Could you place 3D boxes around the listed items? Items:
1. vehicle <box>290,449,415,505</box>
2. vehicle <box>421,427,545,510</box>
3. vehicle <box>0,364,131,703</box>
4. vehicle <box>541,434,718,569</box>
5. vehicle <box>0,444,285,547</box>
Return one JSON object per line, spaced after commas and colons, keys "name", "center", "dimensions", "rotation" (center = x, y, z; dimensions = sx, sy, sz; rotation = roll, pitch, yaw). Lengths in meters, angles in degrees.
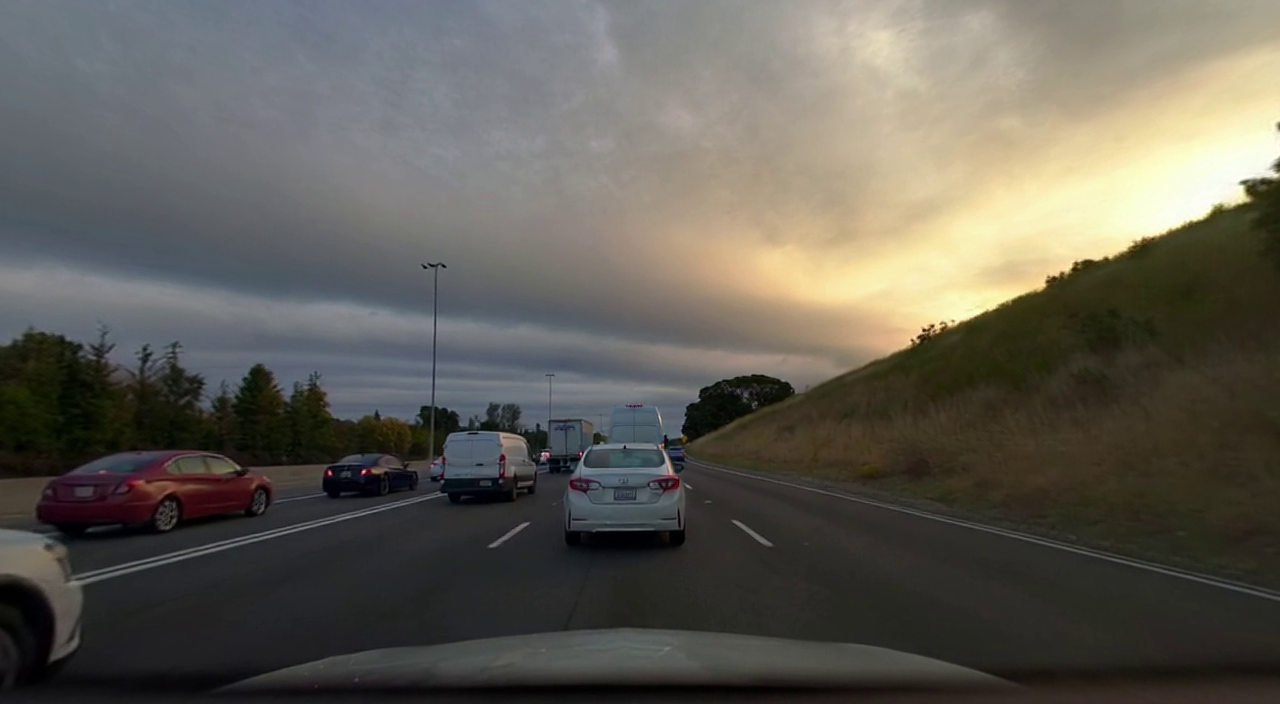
{"name": "vehicle", "center": [-8.397, 3.640, 18.847], "dimensions": [1.826, 1.465, 3.916], "rotation": [-1, -9, 1]}
{"name": "vehicle", "center": [-4.046, 3.102, 17.205], "dimensions": [2.055, 1.913, 4.584], "rotation": [-1, -9, 2]}
{"name": "vehicle", "center": [-3.633, 0.637, 0.941], "dimensions": [2.029, 1.656, 4.437], "rotation": [0, -9, 0]}
{"name": "vehicle", "center": [-0.140, 1.957, 8.899], "dimensions": [1.995, 1.495, 3.380], "rotation": [0, -9, -1]}
{"name": "vehicle", "center": [-8.707, 2.445, 11.474], "dimensions": [1.884, 1.484, 4.389], "rotation": [-1, -9, 1]}
